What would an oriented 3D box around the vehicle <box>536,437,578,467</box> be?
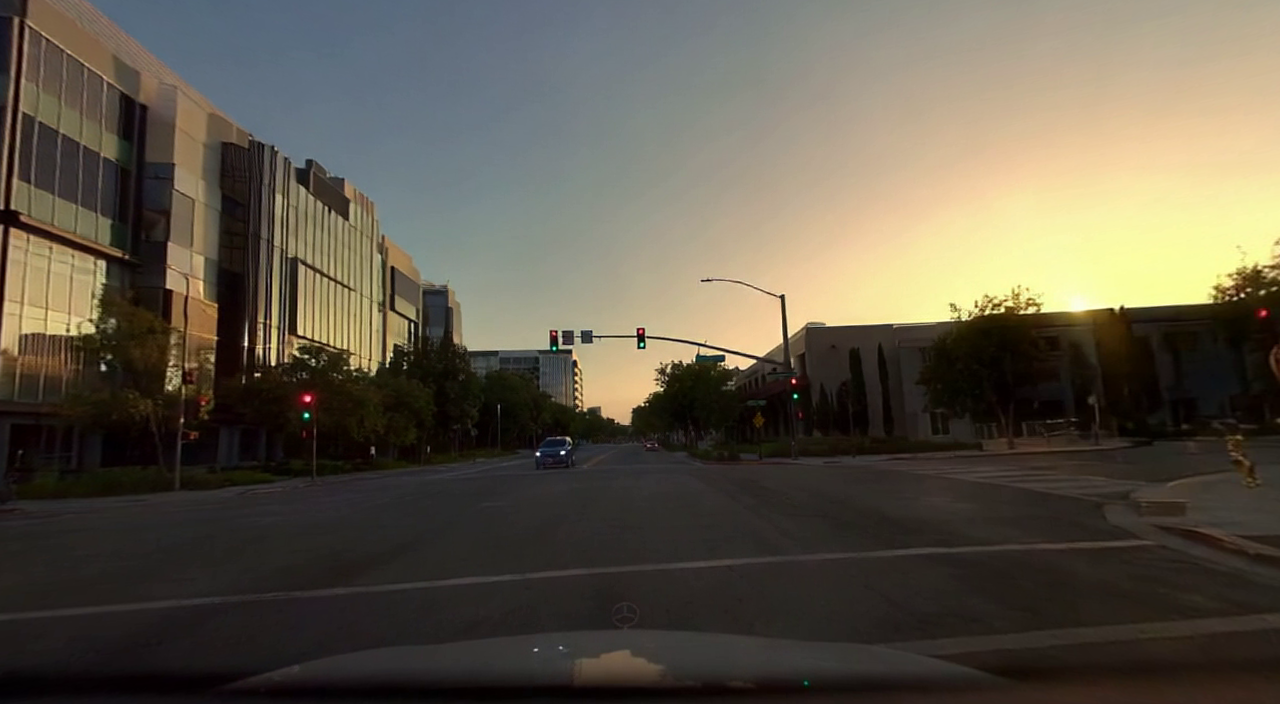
[{"bbox_3d":[-4.845,5.907,37.458,1.988,1.666,4.074,0,-9,0],"label":"vehicle"}]
